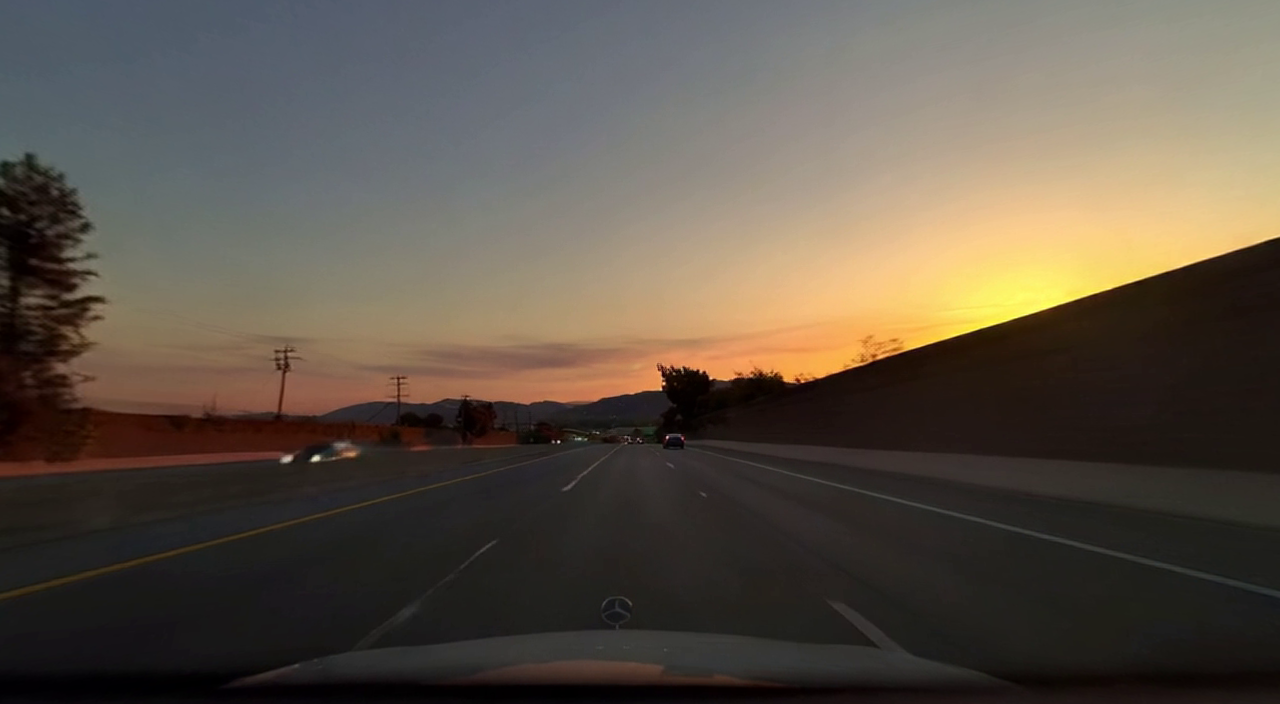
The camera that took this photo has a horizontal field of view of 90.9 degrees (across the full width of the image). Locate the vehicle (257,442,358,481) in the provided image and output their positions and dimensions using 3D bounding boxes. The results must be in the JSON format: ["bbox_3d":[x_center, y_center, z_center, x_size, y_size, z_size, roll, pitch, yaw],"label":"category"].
[{"bbox_3d":[-15.003,4.937,28.827,2.144,1.510,4.891,1,-7,-3],"label":"vehicle"}]
